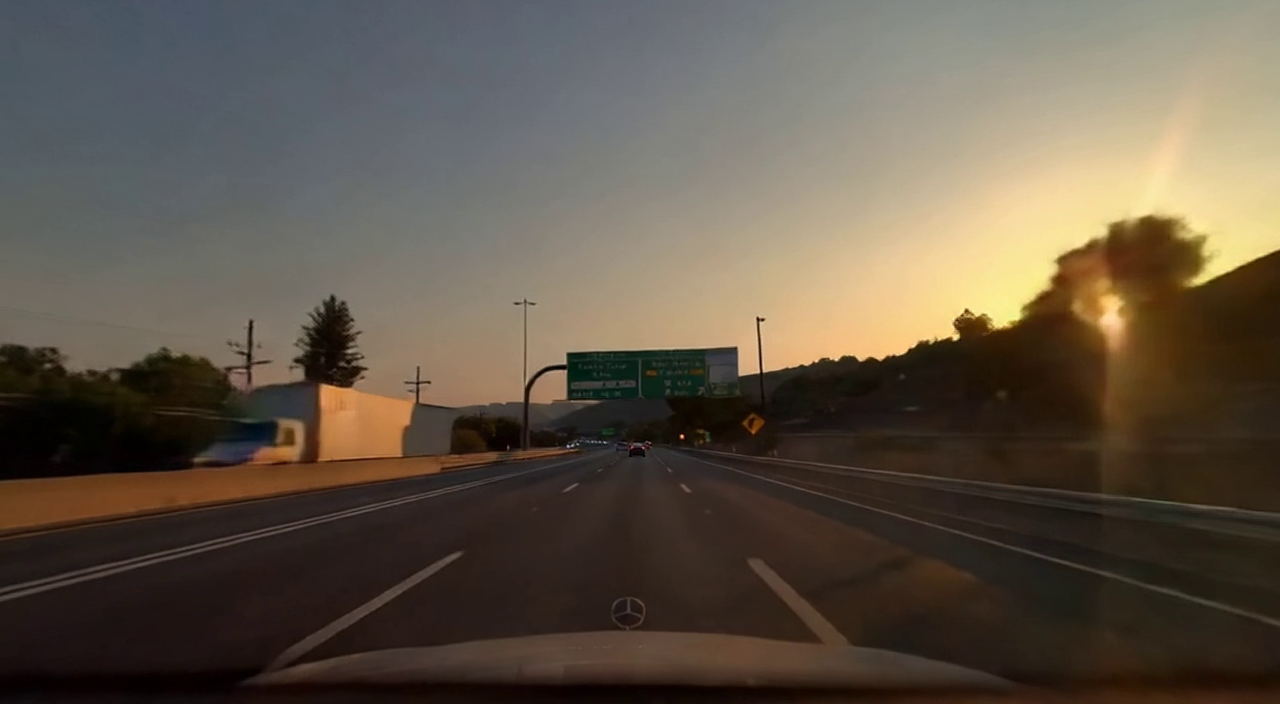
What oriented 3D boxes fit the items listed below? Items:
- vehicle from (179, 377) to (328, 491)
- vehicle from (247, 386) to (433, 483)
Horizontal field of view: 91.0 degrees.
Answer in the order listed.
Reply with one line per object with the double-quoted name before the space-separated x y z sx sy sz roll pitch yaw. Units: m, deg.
"vehicle" -15.023 3.249 24.907 2.989 4.083 4.195 1 -8 0
"vehicle" -15.063 4.518 33.853 2.970 4.086 14.344 0 -8 0
